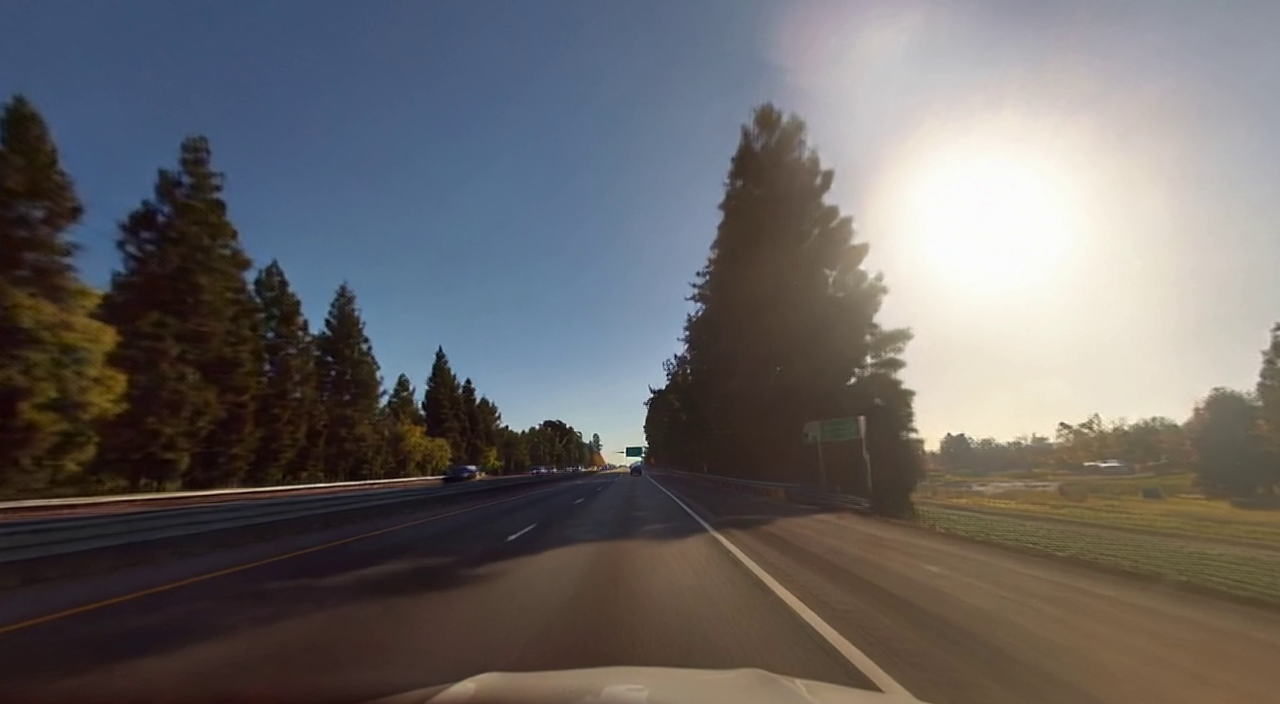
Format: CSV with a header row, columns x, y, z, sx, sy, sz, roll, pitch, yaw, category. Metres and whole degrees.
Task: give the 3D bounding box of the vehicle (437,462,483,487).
x,y,z,sx,sy,sz,roll,pitch,yaw,category
-12.672,8.663,44.572,1.927,1.669,4.199,0,-11,1,vehicle
